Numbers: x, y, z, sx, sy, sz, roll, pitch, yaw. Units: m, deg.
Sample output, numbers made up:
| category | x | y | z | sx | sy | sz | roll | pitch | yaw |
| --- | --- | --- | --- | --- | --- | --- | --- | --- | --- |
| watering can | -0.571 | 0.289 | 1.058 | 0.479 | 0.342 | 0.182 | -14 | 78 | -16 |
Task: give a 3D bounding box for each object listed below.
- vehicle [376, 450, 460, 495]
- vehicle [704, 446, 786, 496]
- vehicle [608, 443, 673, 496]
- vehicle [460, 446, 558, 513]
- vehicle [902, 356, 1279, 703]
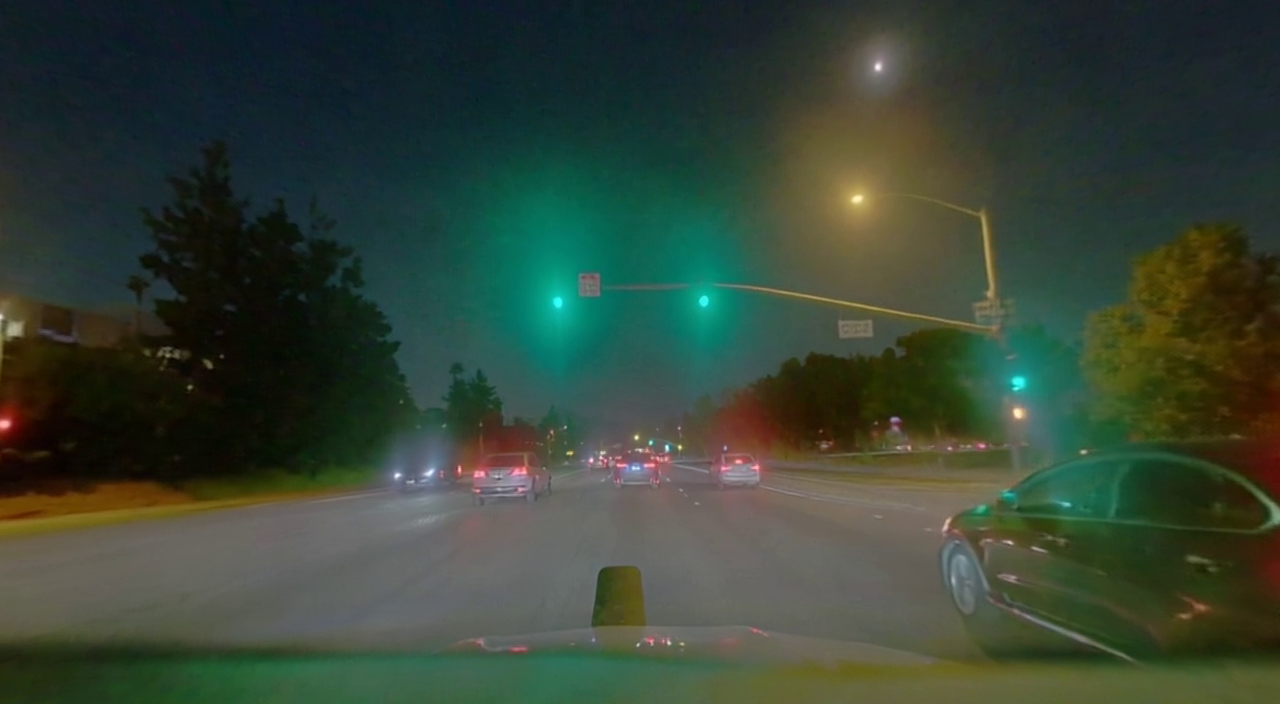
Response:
| category | x | y | z | sx | sy | sz | roll | pitch | yaw |
| --- | --- | --- | --- | --- | --- | --- | --- | --- | --- |
| vehicle | -9.514 | 5.170 | 27.478 | 2.045 | 1.730 | 4.375 | 0 | -8 | 0 |
| vehicle | 3.537 | 4.099 | 22.132 | 2.068 | 1.541 | 4.041 | 0 | -8 | -1 |
| vehicle | -0.001 | 4.176 | 22.892 | 2.150 | 1.725 | 4.096 | 0 | -8 | 0 |
| vehicle | -3.470 | 3.439 | 17.544 | 1.823 | 1.602 | 4.061 | 0 | -8 | 0 |
| vehicle | 3.319 | 0.963 | 3.072 | 2.069 | 1.644 | 4.714 | 0 | -8 | 0 |
